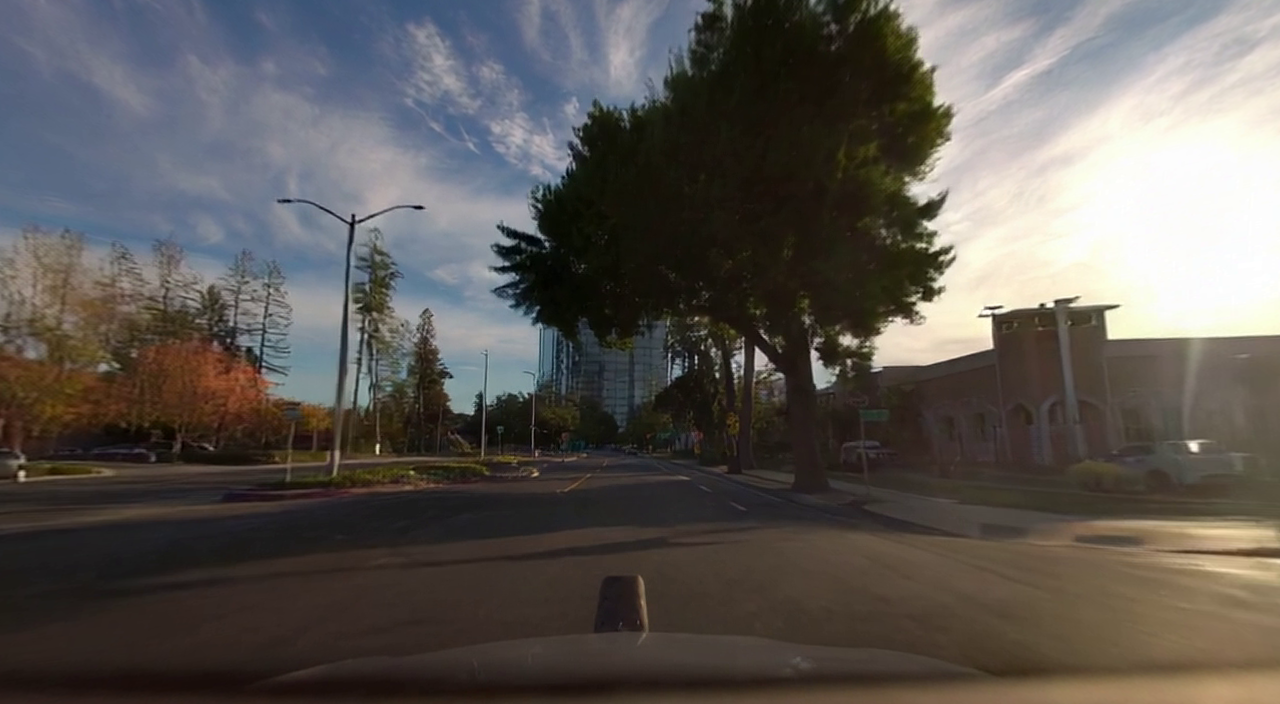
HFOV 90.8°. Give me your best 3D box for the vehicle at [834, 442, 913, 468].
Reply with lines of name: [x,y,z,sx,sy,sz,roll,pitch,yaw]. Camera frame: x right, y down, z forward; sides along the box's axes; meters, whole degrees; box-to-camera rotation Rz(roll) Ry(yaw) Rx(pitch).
vehicle: [14.719,6.524,39.952,4.198,1.561,1.937,-1,-11,1]

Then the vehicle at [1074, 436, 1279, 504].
vehicle: [15.219,3.268,17.862,4.268,1.589,2.156,-2,-8,-4]
